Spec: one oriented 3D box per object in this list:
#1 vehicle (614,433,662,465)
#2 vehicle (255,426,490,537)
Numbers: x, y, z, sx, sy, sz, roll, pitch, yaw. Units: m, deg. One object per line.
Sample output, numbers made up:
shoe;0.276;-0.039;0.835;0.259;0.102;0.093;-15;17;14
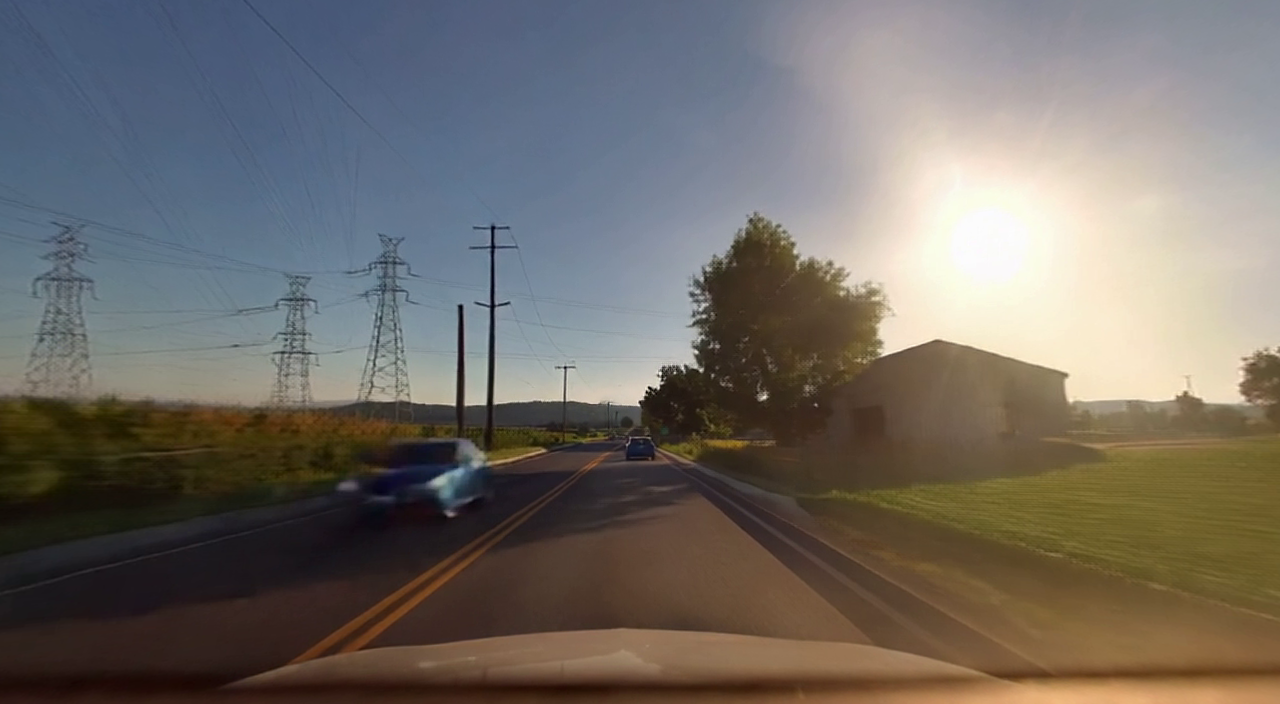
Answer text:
vehicle;-0.127;4.836;31.552;2.241;1.471;3.829;0;-8;-1
vehicle;-4.110;2.034;10.696;2.091;1.470;4.490;0;-8;-1
